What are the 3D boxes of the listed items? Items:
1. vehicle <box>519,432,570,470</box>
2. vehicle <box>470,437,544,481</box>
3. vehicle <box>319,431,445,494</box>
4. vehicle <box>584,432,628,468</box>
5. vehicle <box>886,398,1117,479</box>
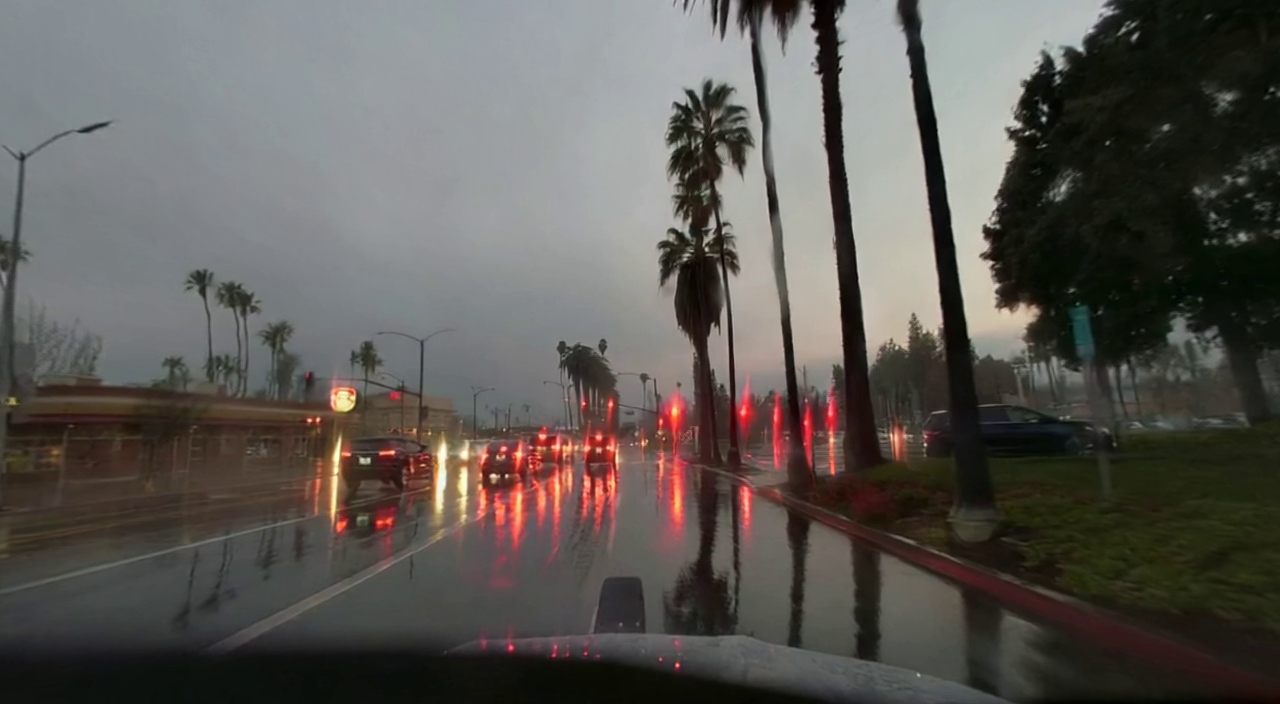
[{"bbox_3d":[-5.086,5.362,34.256,2.025,1.862,4.804,0,-9,0],"label":"vehicle"},{"bbox_3d":[-5.106,4.176,24.936,1.885,1.567,4.775,0,-9,0],"label":"vehicle"},{"bbox_3d":[-8.490,3.676,21.394,2.178,1.864,5.005,0,-9,-1],"label":"vehicle"},{"bbox_3d":[-1.750,5.245,33.833,2.153,1.759,4.320,0,-9,-1],"label":"vehicle"},{"bbox_3d":[9.504,2.327,16.966,4.774,1.975,2.245,0,-9,-2],"label":"vehicle"}]
